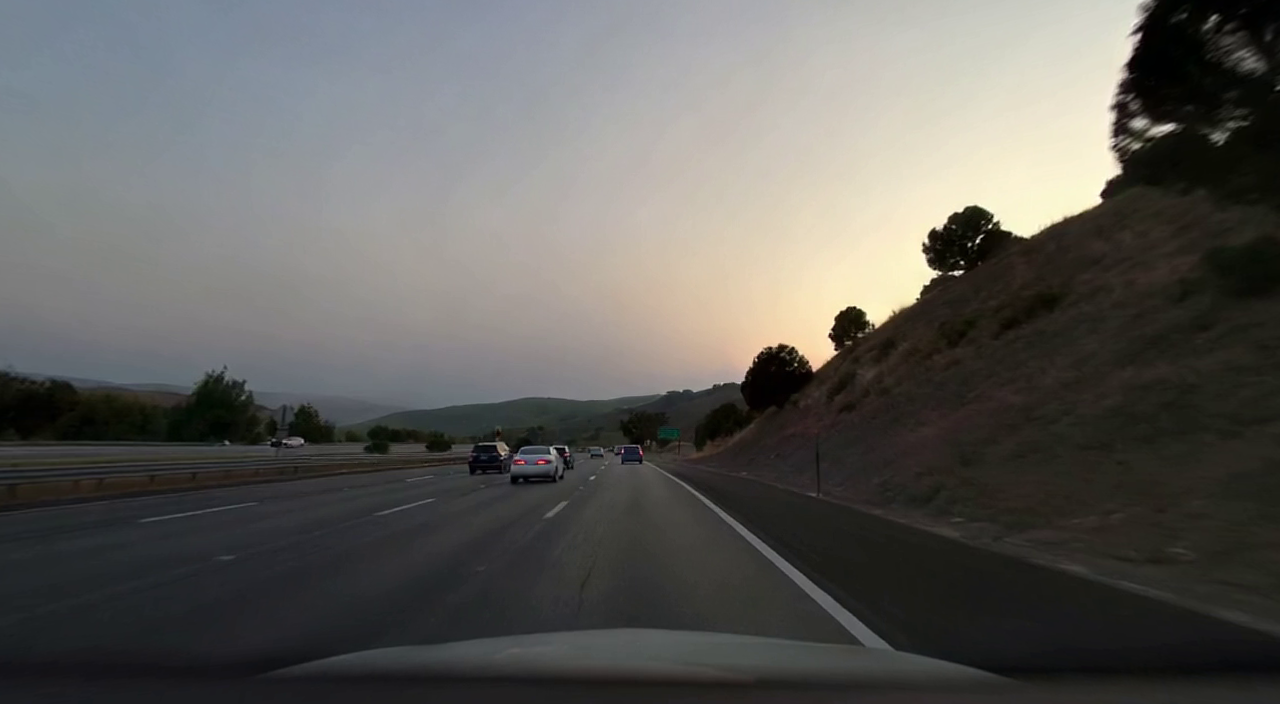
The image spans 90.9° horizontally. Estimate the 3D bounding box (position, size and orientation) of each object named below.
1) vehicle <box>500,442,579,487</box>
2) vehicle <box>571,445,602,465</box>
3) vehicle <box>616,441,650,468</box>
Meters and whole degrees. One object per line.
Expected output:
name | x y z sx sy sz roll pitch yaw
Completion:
vehicle | -3.571 4.102 23.413 2.080 1.505 4.649 0 -8 1
vehicle | -4.153 8.112 49.967 2.099 1.467 4.275 0 -8 0
vehicle | -0.523 6.884 42.455 2.138 1.674 4.044 0 -8 -2
